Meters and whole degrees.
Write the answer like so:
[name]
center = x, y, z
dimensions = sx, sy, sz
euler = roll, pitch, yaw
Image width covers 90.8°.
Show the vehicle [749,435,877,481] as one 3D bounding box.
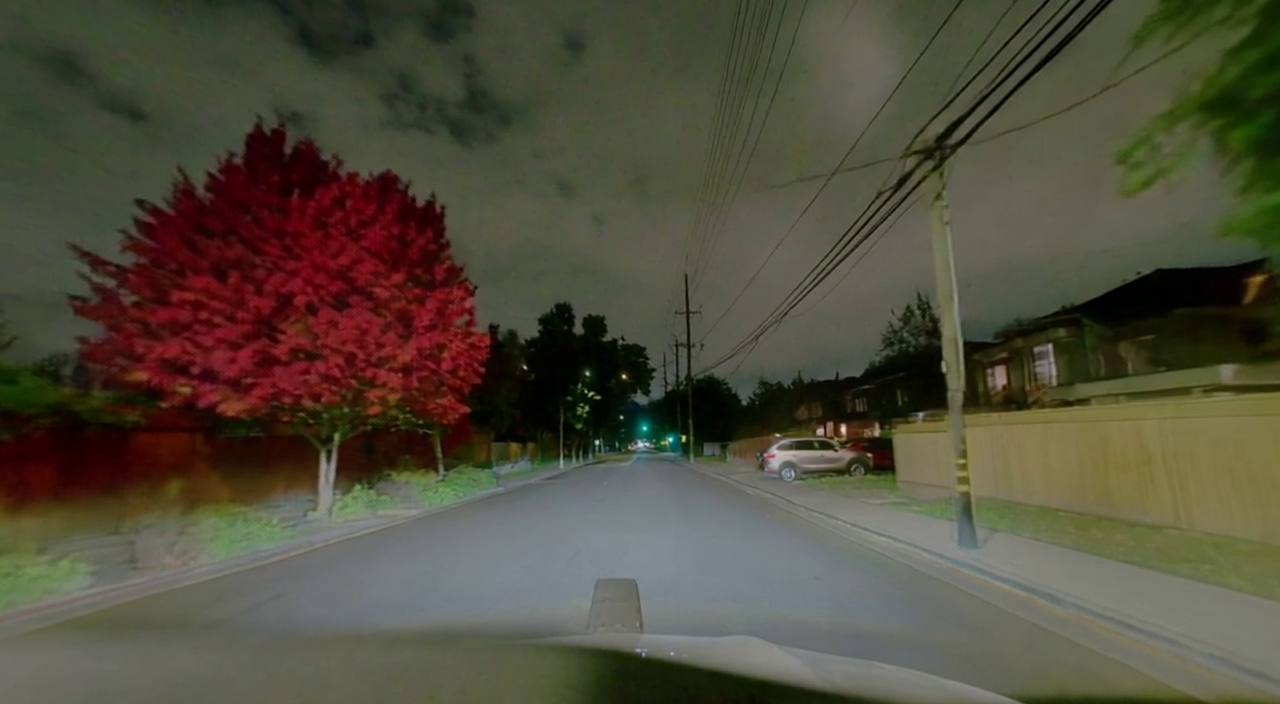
[vehicle]
center = 7.202, 4.447, 26.689
dimensions = 4.806, 1.851, 2.050
euler = 0, -9, 2
